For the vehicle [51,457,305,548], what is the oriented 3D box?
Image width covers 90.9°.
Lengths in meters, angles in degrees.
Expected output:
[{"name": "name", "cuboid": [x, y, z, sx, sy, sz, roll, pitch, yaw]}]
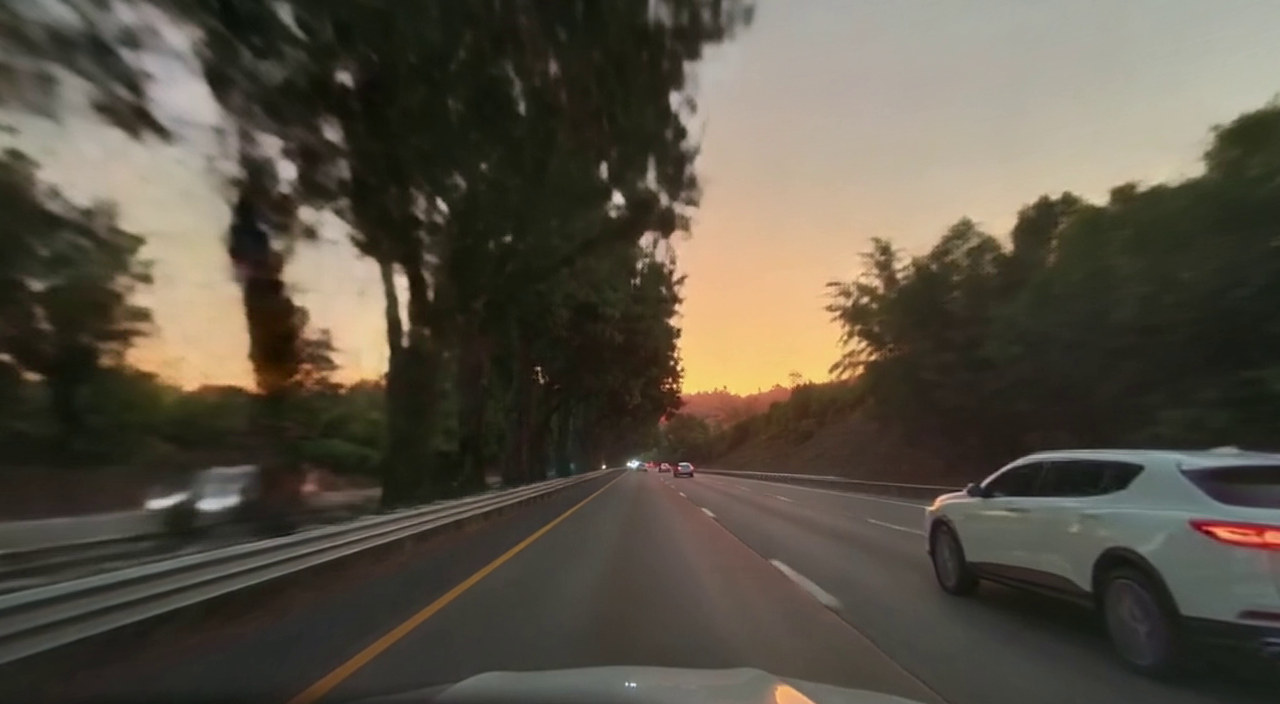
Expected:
[{"name": "vehicle", "cuboid": [-8.674, 2.837, 12.379, 1.924, 1.440, 3.945, 1, -10, 0]}]

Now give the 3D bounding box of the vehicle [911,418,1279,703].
[{"name": "vehicle", "cuboid": [3.684, 1.355, 4.374, 1.825, 1.494, 3.959, 1, -10, 0]}]
